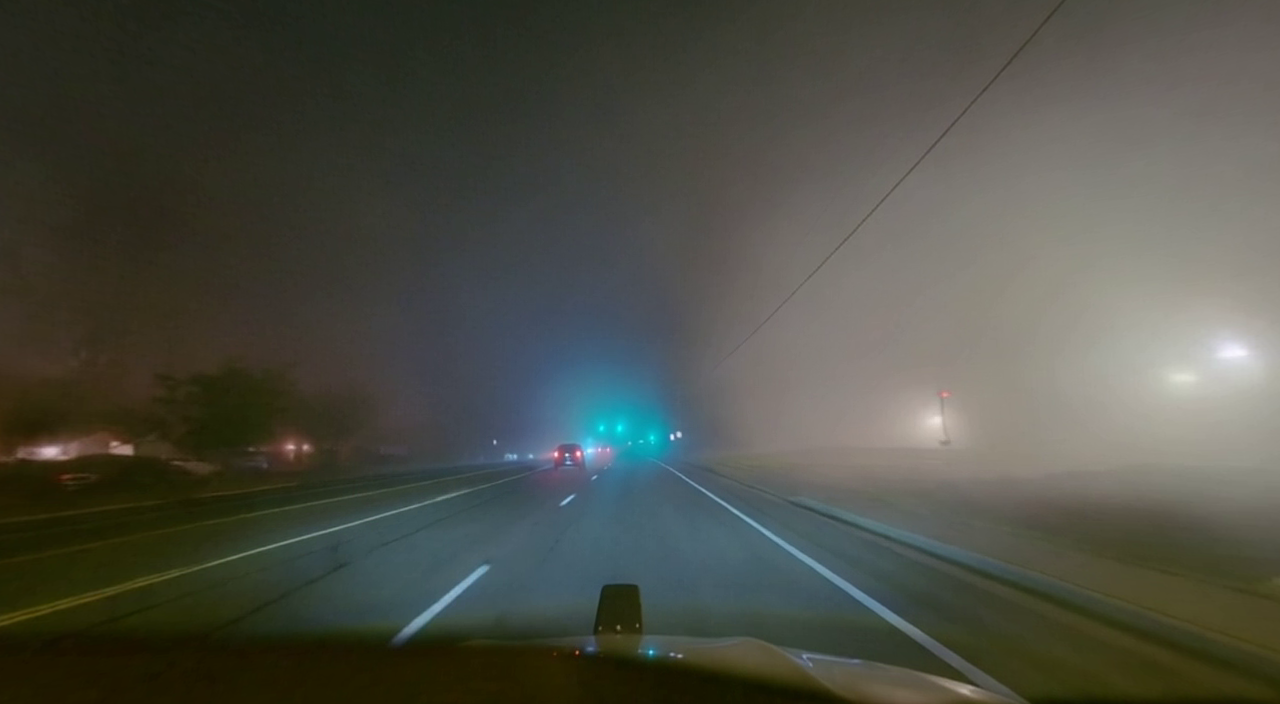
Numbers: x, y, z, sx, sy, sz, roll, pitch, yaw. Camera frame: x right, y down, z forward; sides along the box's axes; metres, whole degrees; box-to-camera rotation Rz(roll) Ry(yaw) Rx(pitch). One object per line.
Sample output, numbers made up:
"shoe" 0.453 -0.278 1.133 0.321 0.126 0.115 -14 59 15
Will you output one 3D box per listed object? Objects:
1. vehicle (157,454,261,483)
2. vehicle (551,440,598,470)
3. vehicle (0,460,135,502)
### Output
"vehicle" -23.908 6.457 35.175 4.235 1.456 2.171 0 -8 0
"vehicle" -3.415 5.444 33.656 2.030 1.467 4.251 0 -8 0
"vehicle" -22.227 4.886 24.121 4.252 1.458 1.915 0 -8 1
